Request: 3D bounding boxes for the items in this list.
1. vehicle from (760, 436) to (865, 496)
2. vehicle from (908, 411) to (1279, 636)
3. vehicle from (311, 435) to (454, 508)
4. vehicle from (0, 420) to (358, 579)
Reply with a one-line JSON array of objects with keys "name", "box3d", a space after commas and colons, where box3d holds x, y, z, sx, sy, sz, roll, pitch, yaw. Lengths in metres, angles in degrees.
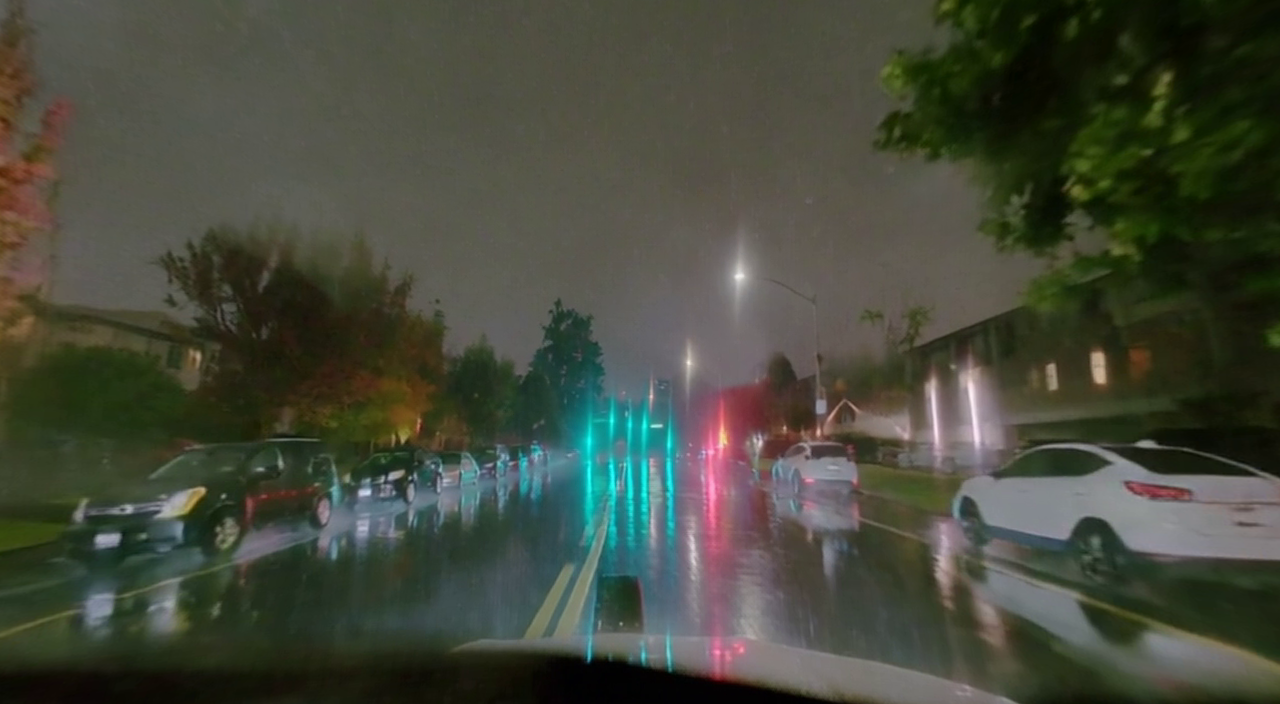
[{"name": "vehicle", "box3d": [4.671, 3.129, 17.743, 1.729, 1.479, 4.101, 0, -8, -1]}, {"name": "vehicle", "box3d": [4.789, 1.492, 6.600, 1.861, 1.490, 4.619, 0, -8, -1]}, {"name": "vehicle", "box3d": [-6.693, 3.144, 17.116, 1.947, 1.665, 4.716, 0, -9, -1]}, {"name": "vehicle", "box3d": [-6.668, 2.127, 10.013, 2.033, 1.759, 5.372, -1, -9, -1]}]
